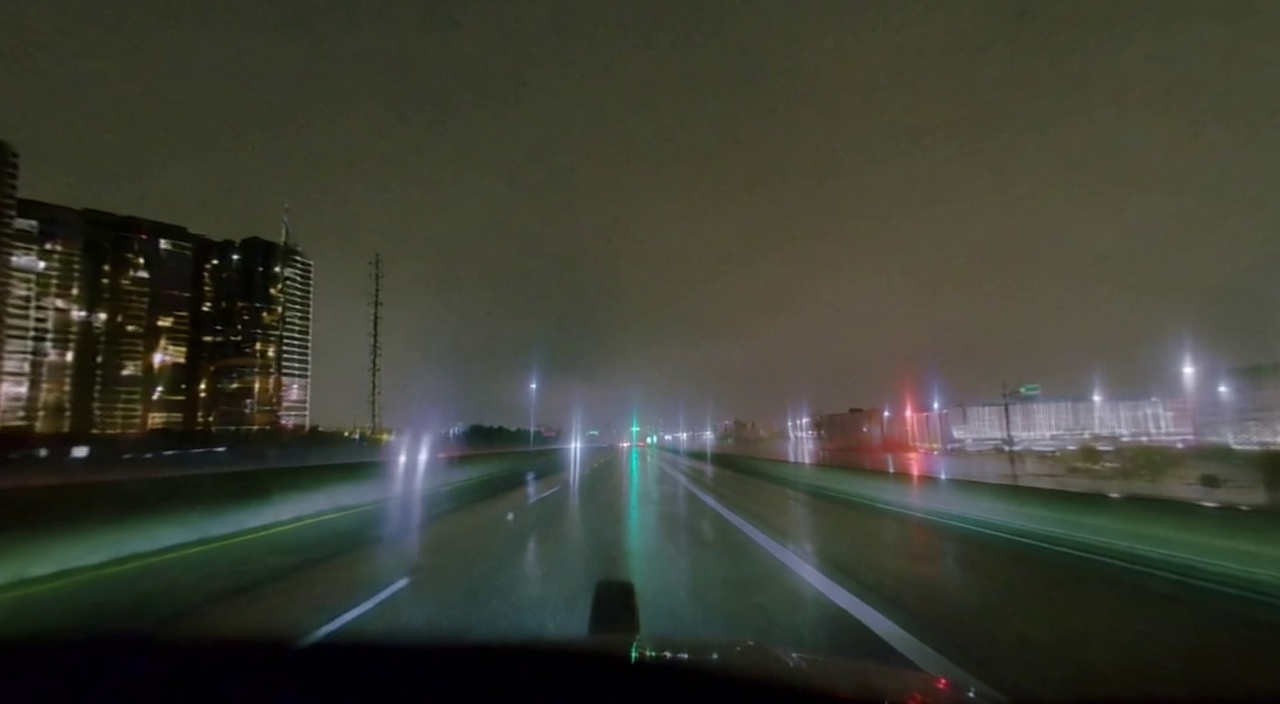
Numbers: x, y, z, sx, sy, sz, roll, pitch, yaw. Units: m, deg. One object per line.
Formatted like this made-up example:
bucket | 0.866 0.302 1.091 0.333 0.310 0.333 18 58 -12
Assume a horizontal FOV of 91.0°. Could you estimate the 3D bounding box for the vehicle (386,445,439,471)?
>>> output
vehicle | -14.948 6.957 41.520 1.869 1.533 4.317 0 -8 0
